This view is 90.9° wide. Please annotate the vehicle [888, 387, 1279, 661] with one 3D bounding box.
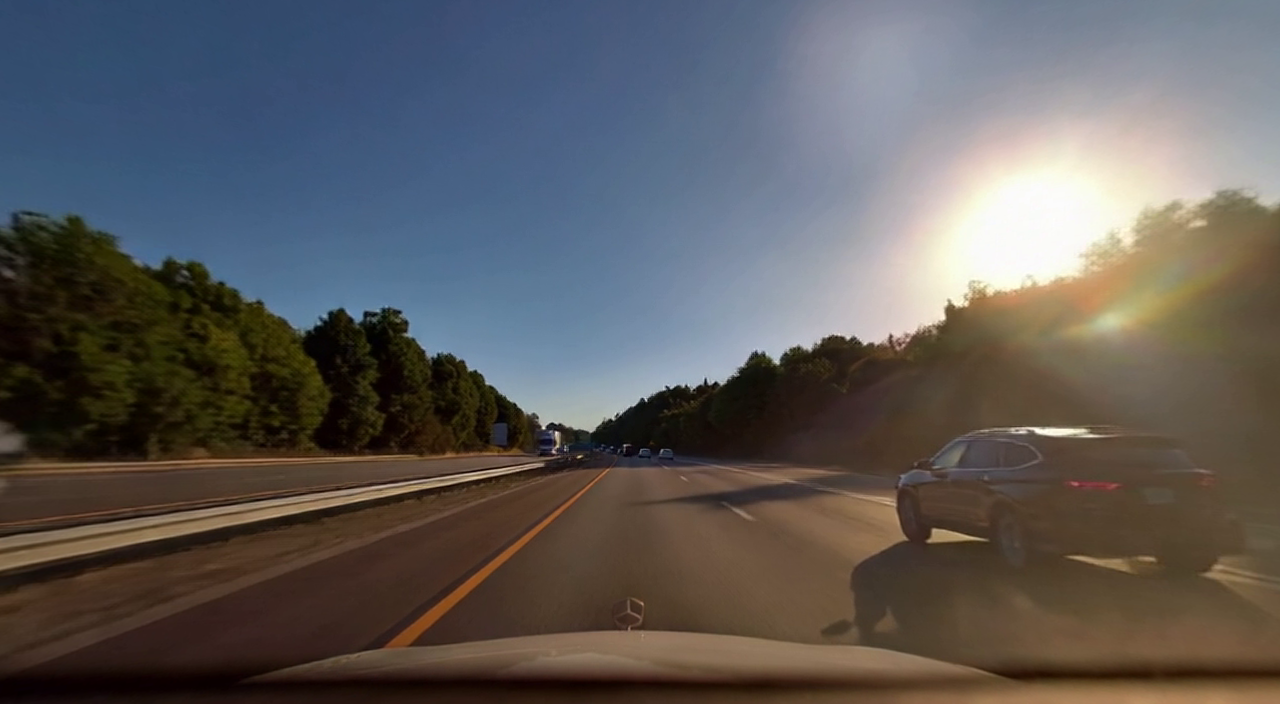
[{"bbox_3d":[4.292,1.381,6.123,1.933,1.663,4.440,0,-9,0],"label":"vehicle"}]
